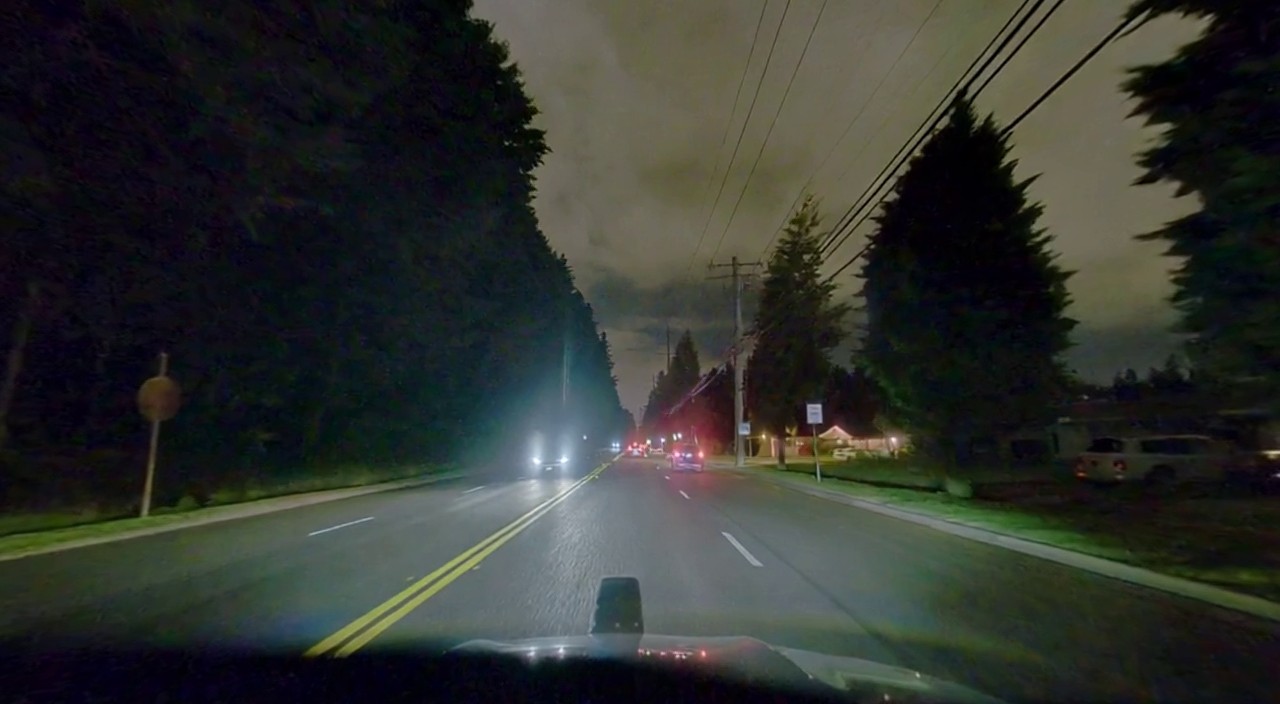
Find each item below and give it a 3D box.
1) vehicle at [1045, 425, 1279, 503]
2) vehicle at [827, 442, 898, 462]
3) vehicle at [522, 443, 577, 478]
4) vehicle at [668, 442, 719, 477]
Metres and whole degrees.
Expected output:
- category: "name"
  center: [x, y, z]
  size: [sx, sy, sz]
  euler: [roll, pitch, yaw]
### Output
- category: "vehicle"
  center: [11.638, 2.299, 13.134]
  size: [4.870, 1.480, 2.070]
  euler: [0, -8, 2]
- category: "vehicle"
  center: [16.727, 7.553, 47.456]
  size: [4.672, 1.463, 1.863]
  euler: [0, -8, 0]
- category: "vehicle"
  center: [-4.155, 5.031, 29.392]
  size: [1.959, 1.494, 3.875]
  euler: [0, -8, 0]
- category: "vehicle"
  center: [2.362, 4.854, 28.717]
  size: [1.975, 1.497, 3.647]
  euler: [0, -8, -1]
